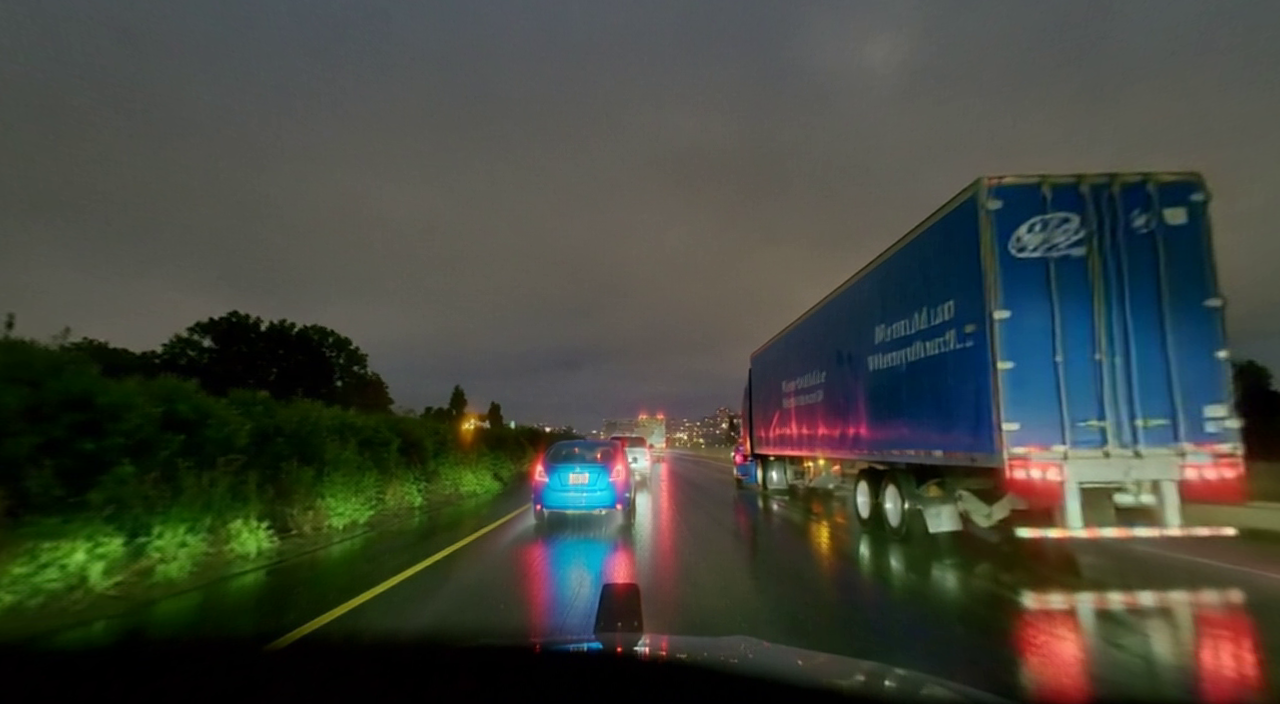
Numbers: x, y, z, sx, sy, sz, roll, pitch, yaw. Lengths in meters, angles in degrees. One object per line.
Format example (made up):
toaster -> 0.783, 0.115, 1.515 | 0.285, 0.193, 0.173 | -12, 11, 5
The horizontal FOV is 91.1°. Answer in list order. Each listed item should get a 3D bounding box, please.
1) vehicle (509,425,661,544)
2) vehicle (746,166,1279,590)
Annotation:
vehicle -> -0.741, 2.076, 10.396 | 2.038, 1.582, 3.729 | 0, -9, 0
vehicle -> 4.856, 1.213, 12.925 | 2.825, 4.043, 14.051 | 0, -9, 0
